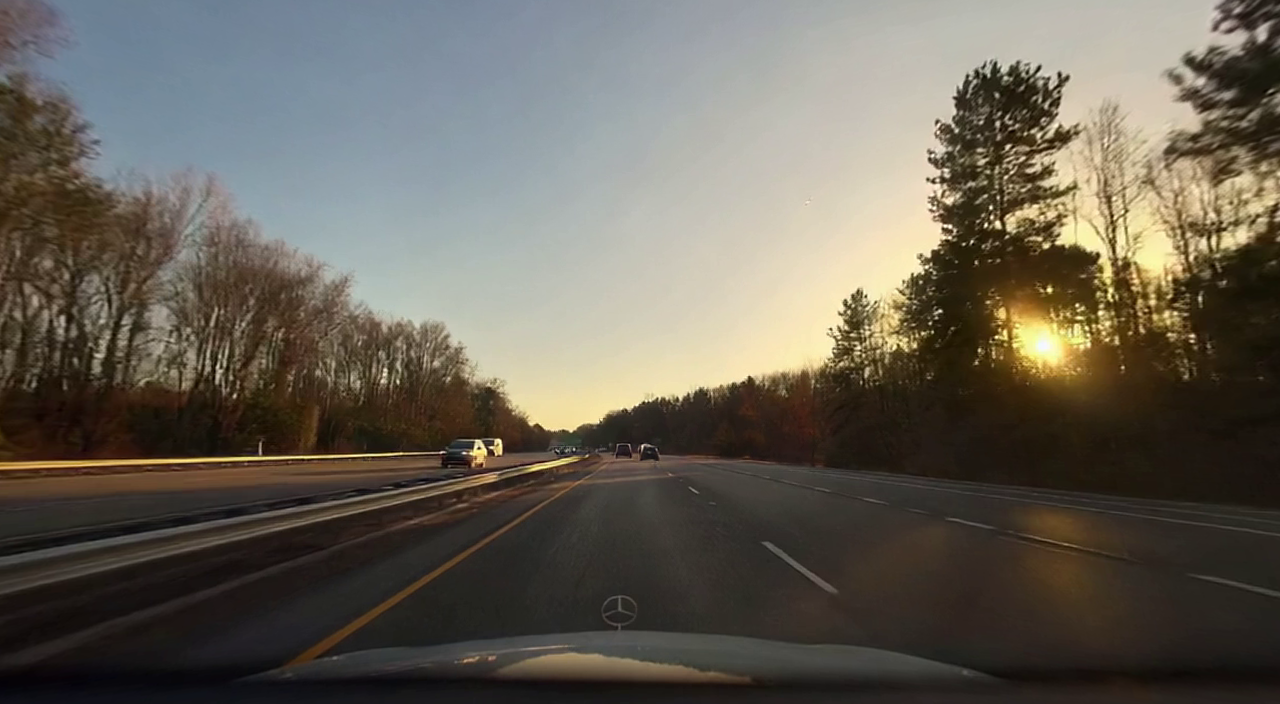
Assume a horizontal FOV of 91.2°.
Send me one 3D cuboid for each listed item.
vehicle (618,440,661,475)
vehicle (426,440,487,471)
[{"bbox_3d":[-0.074,5.586,33.432,2.151,1.693,4.201,0,-9,-1],"label":"vehicle"},{"bbox_3d":[-9.495,5.393,32.774,1.950,1.498,4.113,0,-9,0],"label":"vehicle"}]
